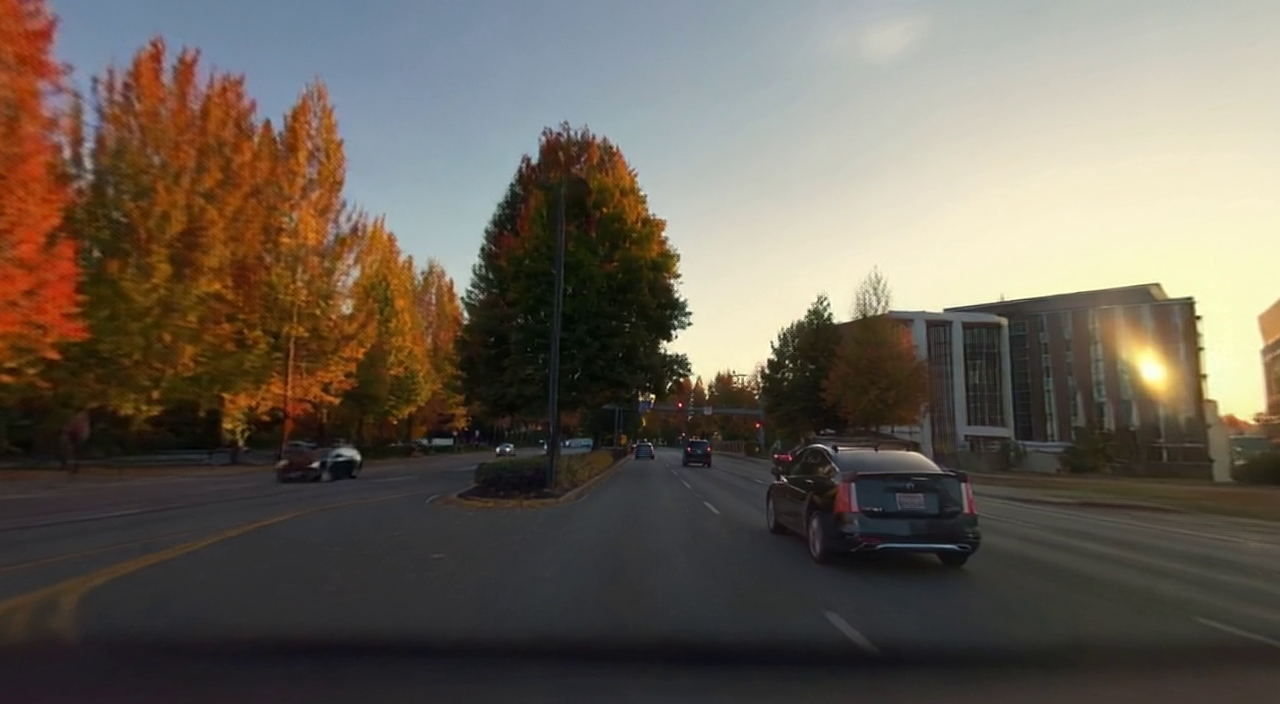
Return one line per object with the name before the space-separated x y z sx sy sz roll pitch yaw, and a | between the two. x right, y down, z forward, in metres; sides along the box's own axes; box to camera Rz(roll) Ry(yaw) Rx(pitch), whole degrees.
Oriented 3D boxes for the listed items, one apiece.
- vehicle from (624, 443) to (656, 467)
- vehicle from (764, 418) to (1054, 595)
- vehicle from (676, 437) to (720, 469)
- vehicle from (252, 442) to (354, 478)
vehicle | 0.001 6.837 42.033 1.991 1.477 3.814 -1 -8 0
vehicle | 2.930 1.749 7.956 1.901 1.634 3.896 1 -8 0
vehicle | 3.464 6.166 38.636 2.154 1.844 4.634 -1 -8 -1
vehicle | -14.969 4.816 28.340 1.978 1.443 4.678 -1 -9 0
